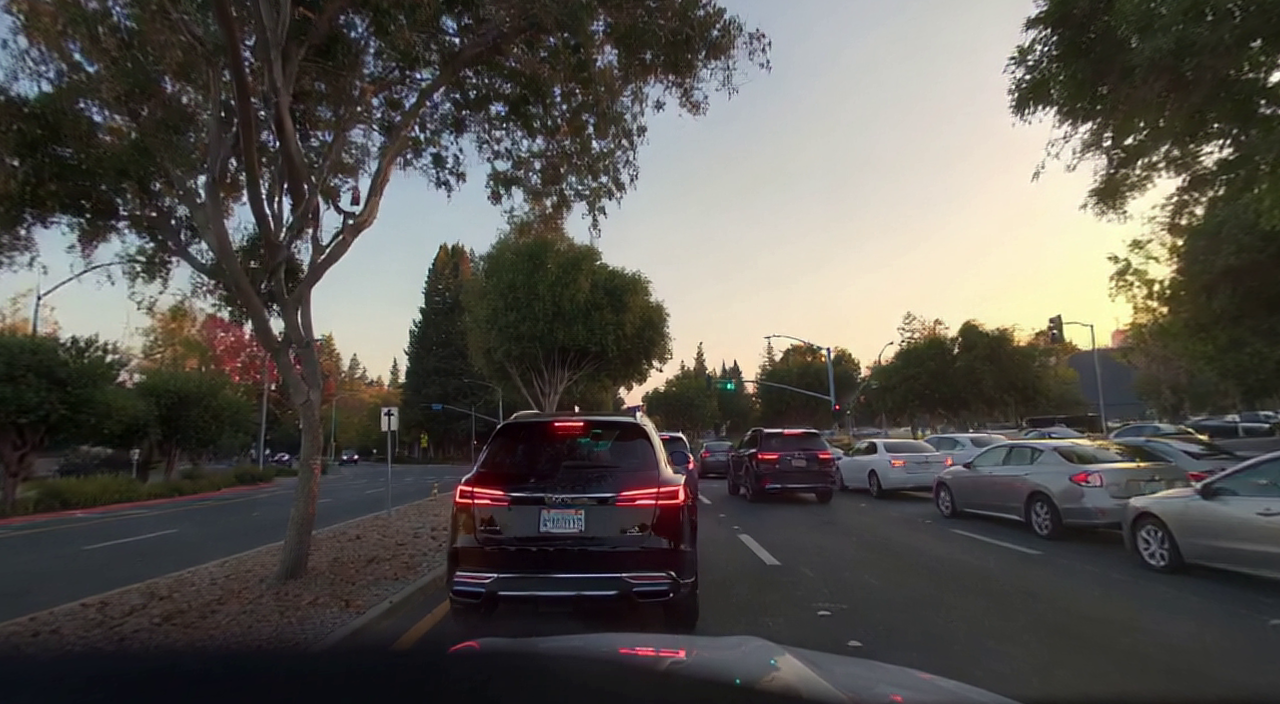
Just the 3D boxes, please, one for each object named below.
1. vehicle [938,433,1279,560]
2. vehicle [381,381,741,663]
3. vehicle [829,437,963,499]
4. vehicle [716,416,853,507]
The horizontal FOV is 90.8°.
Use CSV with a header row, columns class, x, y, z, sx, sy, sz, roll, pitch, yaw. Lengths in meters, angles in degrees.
class,x,y,z,sx,sy,sz,roll,pitch,yaw
vehicle,6.588,2.021,9.663,1.894,1.445,4.565,0,-9,1
vehicle,-0.428,1.353,6.078,2.201,1.709,4.271,0,-9,2
vehicle,6.973,3.190,17.780,1.890,1.489,4.415,0,-9,0
vehicle,3.361,2.679,15.875,2.200,1.909,4.853,0,-9,-1
